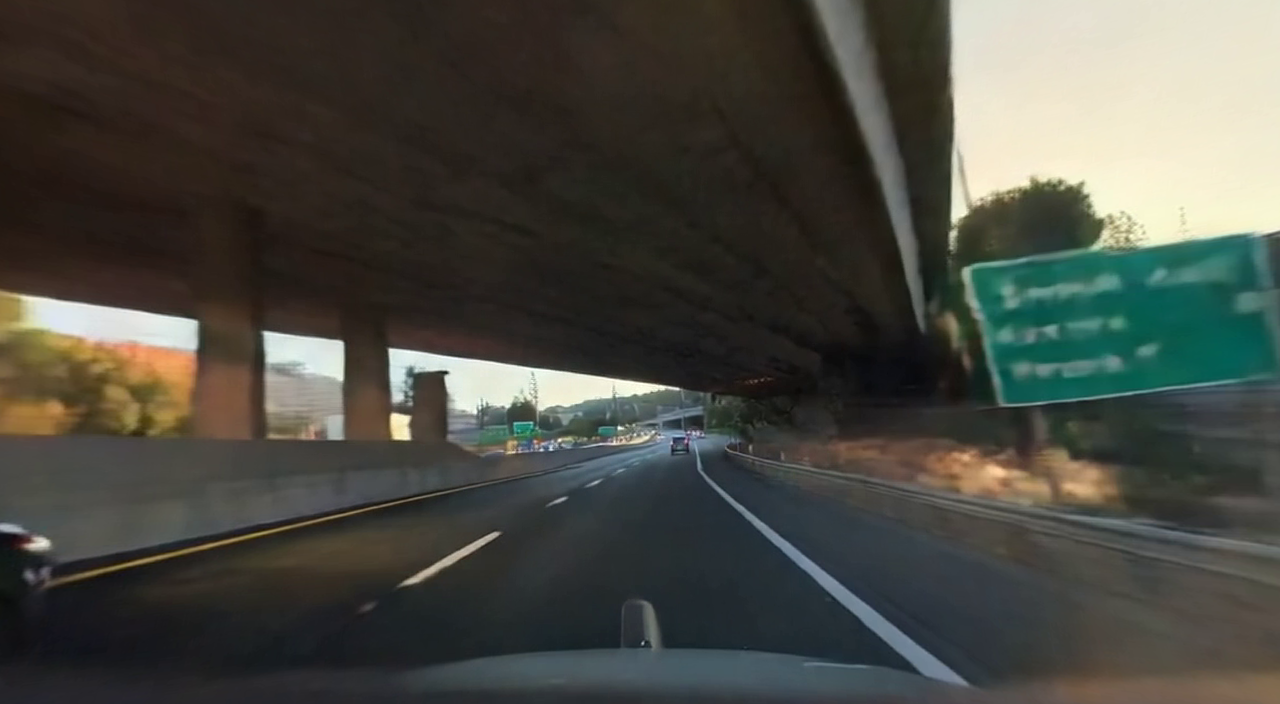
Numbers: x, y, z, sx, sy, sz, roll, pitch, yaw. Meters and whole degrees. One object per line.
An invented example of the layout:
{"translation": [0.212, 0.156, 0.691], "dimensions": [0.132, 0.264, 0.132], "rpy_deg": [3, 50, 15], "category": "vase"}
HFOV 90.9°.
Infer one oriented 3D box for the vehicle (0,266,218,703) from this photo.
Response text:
{"translation": [-3.330, 0.365, 0.332], "dimensions": [2.143, 1.851, 5.817], "rpy_deg": [-1, -8, 1], "category": "vehicle"}
